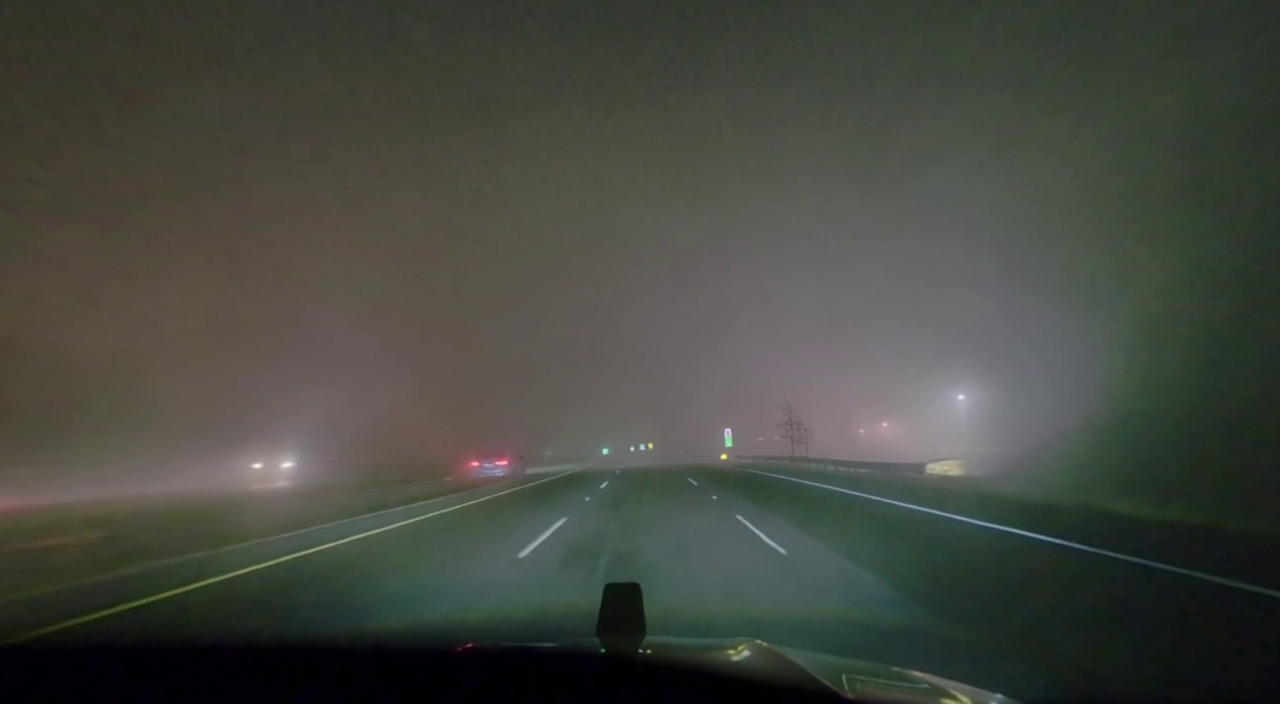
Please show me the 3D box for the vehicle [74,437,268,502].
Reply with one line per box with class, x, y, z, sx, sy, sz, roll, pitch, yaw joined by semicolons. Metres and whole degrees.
vehicle;-13.847;3.470;19.126;2.118;1.707;4.846;0;-8;0
